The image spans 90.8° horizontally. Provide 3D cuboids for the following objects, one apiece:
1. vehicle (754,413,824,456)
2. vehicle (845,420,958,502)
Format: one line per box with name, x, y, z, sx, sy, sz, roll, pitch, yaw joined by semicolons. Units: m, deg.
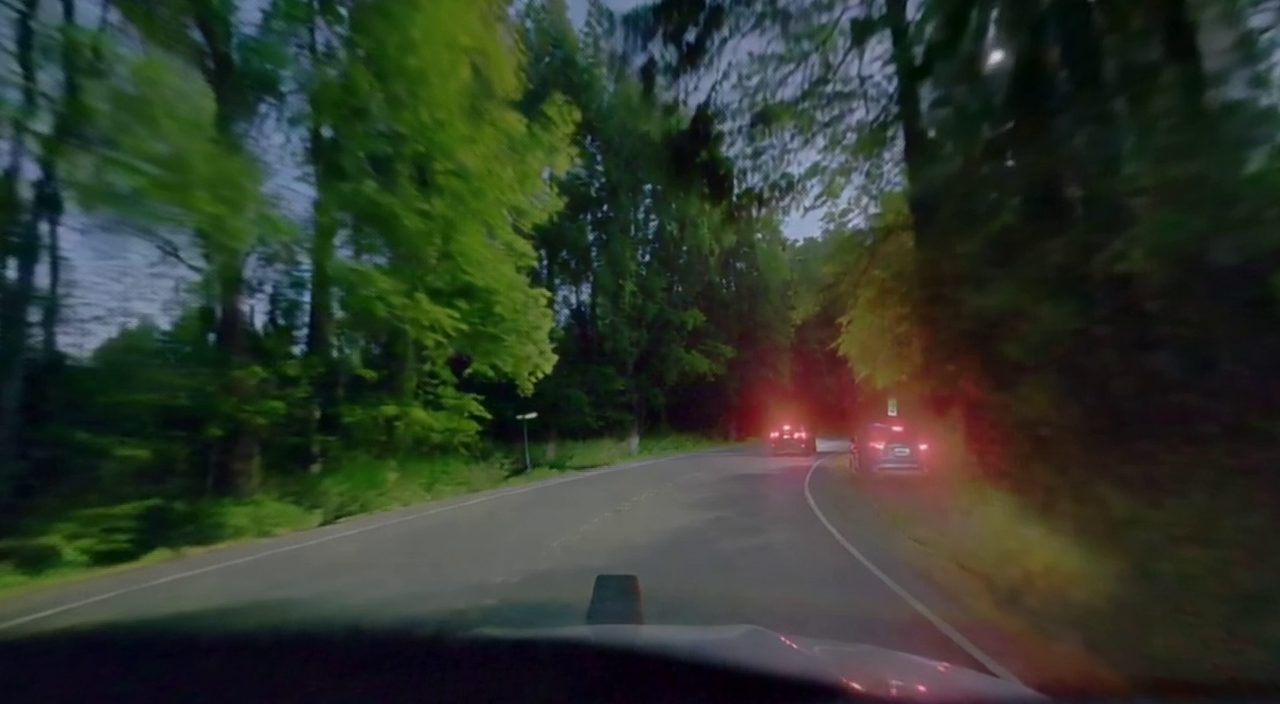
vehicle;7.597;4.183;31.748;2.469;1.953;5.605;-4;-9;23
vehicle;6.512;2.747;16.272;2.172;1.773;4.601;-3;-9;17
